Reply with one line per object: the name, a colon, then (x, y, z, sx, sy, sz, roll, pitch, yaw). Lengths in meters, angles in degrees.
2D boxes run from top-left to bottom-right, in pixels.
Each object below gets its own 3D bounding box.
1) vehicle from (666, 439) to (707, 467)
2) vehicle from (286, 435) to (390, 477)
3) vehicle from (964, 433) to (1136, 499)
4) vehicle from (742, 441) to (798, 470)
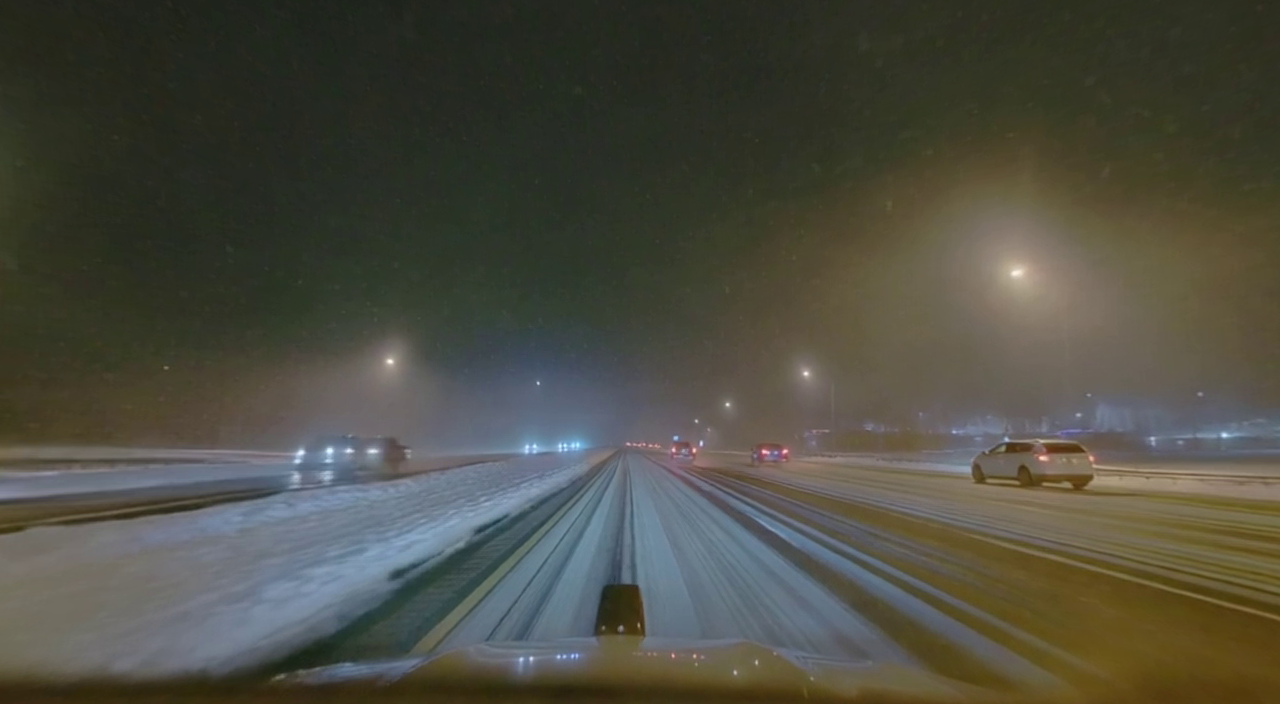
vehicle: (2.763, 6.077, 38.233, 1.977, 1.601, 4.598, 0, -8, -2)
vehicle: (-9.941, 3.412, 21.085, 1.723, 1.223, 3.577, 1, -7, -1)
vehicle: (10.915, 3.034, 17.237, 1.844, 1.560, 4.085, 0, -8, -1)
vehicle: (6.841, 5.500, 33.763, 1.952, 1.442, 4.259, 0, -8, -2)
